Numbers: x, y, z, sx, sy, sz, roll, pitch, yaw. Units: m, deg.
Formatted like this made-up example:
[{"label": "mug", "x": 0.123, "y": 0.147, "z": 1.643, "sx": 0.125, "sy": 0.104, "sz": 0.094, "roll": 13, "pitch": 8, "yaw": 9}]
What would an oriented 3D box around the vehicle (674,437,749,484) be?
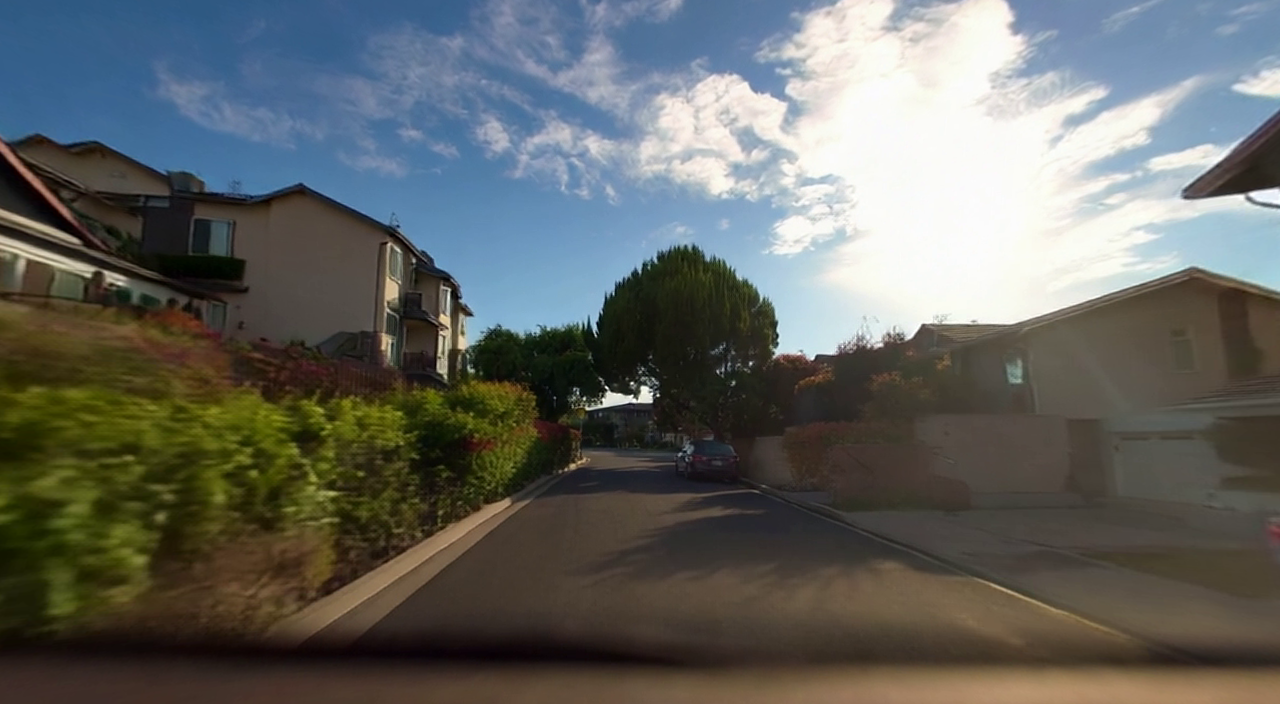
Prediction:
[{"label": "vehicle", "x": 2.422, "y": 3.792, "z": 22.421, "sx": 1.955, "sy": 1.498, "sz": 4.046, "roll": 0, "pitch": -8, "yaw": -4}]
